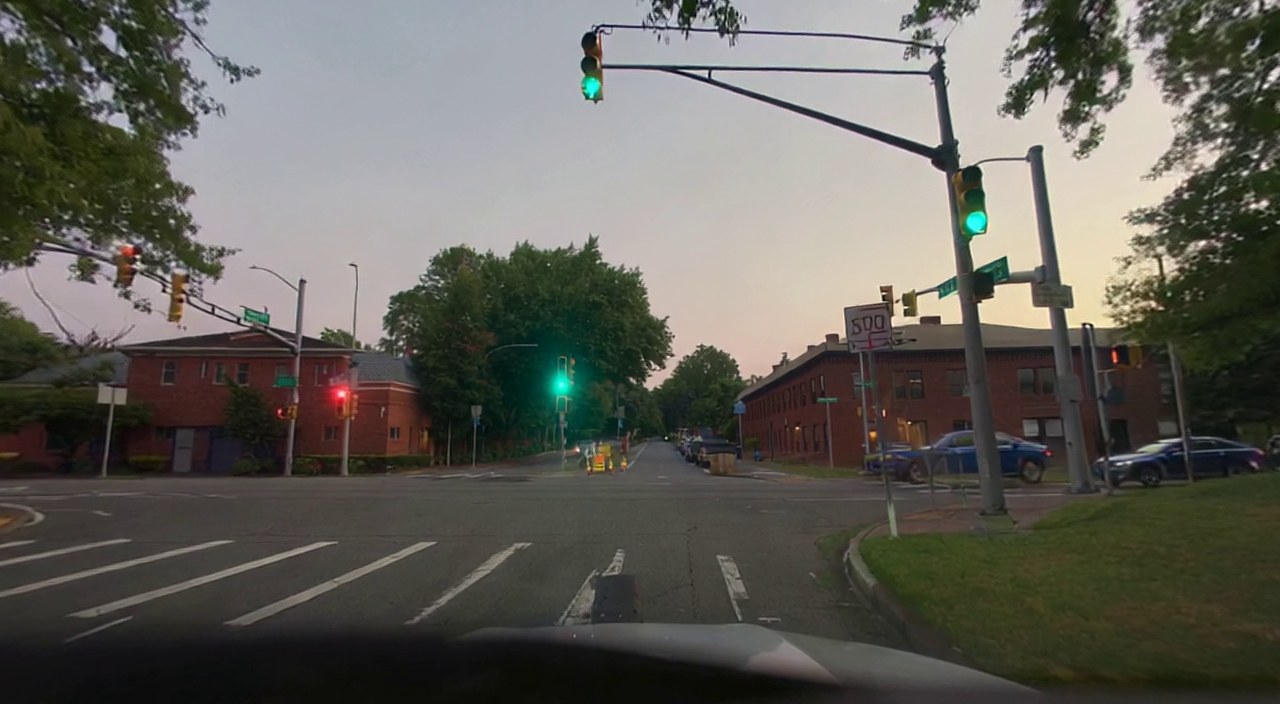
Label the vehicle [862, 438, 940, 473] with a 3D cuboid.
[{"bbox_3d":[12.409,5.034,30.269,1.922,1.529,3.964,0,-11,-2],"label":"vehicle"}]

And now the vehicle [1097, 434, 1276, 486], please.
[{"bbox_3d":[16.801,3.318,19.514,3.876,1.512,1.784,0,-8,-1],"label":"vehicle"}]

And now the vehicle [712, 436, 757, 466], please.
[{"bbox_3d":[6.895,7.207,46.155,1.491,2.041,2.964,7,-10,-38],"label":"vehicle"}]

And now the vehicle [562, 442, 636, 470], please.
[{"bbox_3d":[-2.450,6.150,37.552,3.991,1.526,1.868,-5,-9,30],"label":"vehicle"}]
